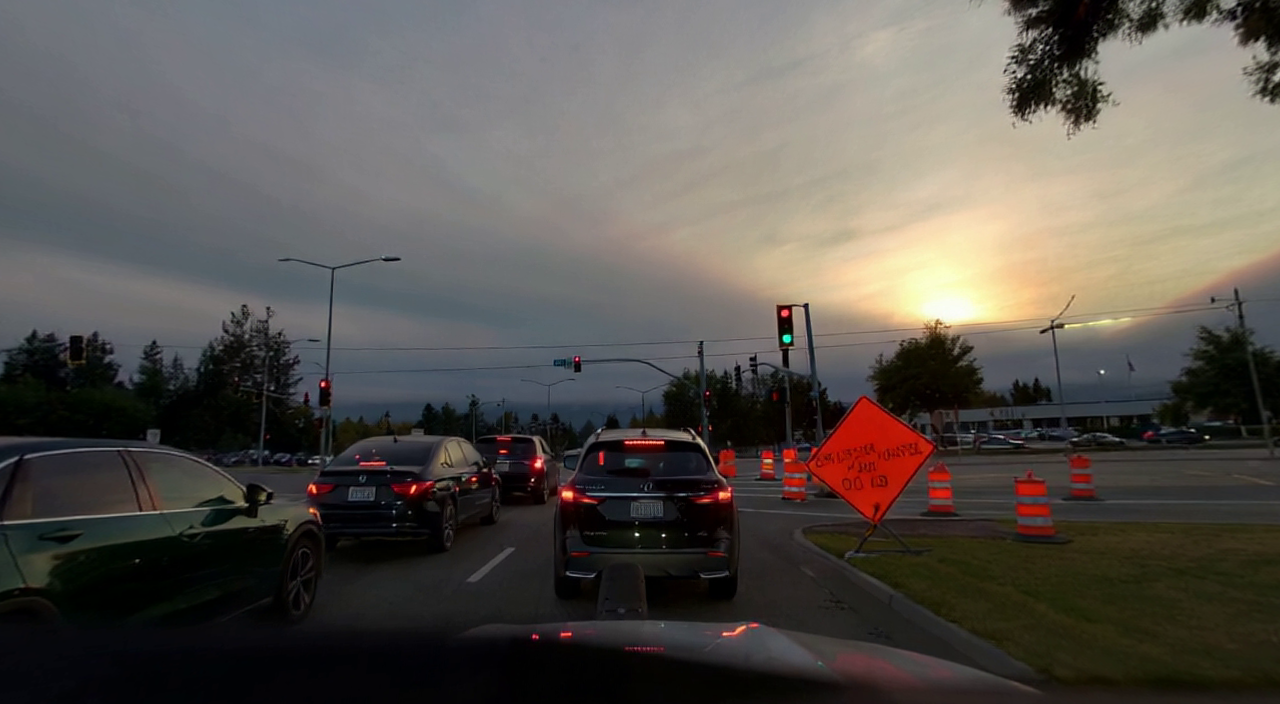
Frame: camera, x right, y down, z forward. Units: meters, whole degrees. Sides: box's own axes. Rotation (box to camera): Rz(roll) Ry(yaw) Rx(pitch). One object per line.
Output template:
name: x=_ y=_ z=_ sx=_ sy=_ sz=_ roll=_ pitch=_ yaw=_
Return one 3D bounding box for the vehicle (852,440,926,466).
vehicle: x=16.074 y=6.513 z=40.790 sx=4.051 sy=1.583 sz=1.794 roll=0 pitch=-9 yaw=1

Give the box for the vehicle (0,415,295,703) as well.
vehicle: x=-3.593 y=0.947 z=2.162 sx=2.064 sy=1.497 sz=4.722 roll=0 pitch=-9 yaw=1

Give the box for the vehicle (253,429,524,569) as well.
vehicle: x=-3.264 y=2.004 z=9.450 sx=1.989 sy=1.541 sz=4.626 roll=0 pitch=-9 yaw=2

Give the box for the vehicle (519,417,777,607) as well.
vehicle: x=0.109 y=1.626 z=7.212 sx=2.167 sy=1.560 sz=3.676 roll=0 pitch=-9 yaw=1

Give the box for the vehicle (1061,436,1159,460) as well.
vehicle: x=30.502 y=6.242 z=40.934 sx=4.807 sy=1.504 sz=1.837 roll=0 pitch=-9 yaw=1
